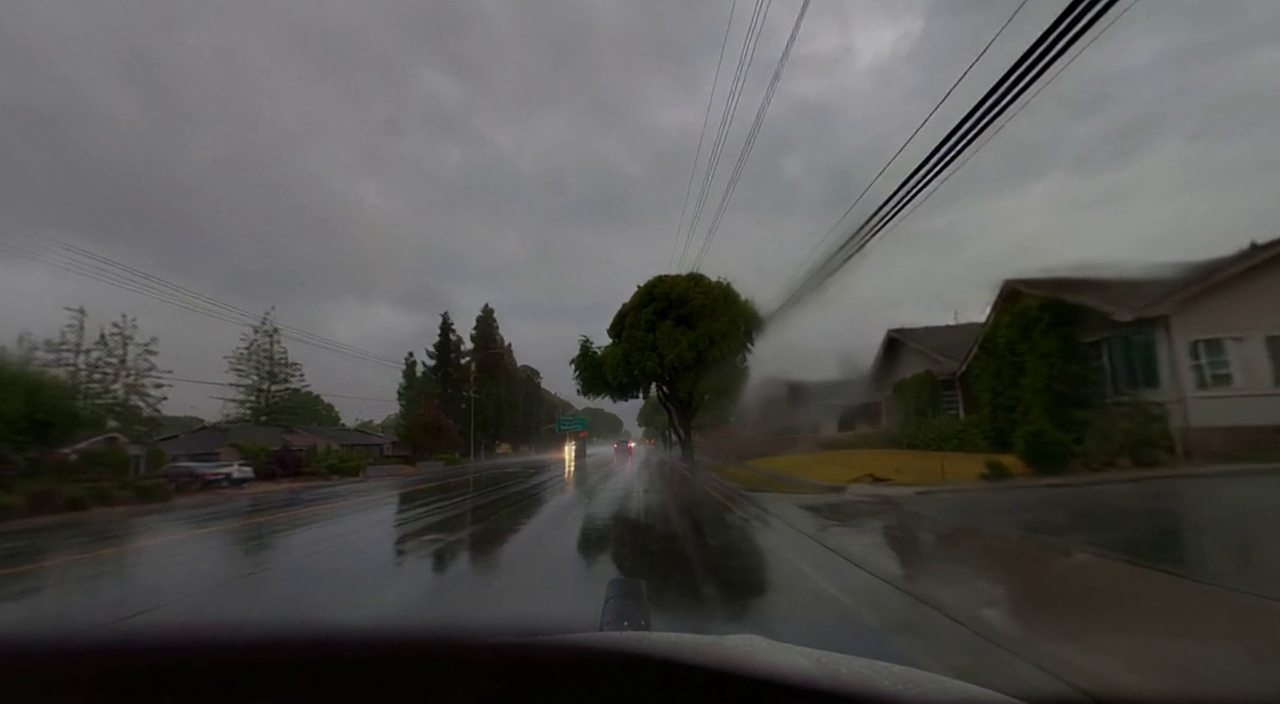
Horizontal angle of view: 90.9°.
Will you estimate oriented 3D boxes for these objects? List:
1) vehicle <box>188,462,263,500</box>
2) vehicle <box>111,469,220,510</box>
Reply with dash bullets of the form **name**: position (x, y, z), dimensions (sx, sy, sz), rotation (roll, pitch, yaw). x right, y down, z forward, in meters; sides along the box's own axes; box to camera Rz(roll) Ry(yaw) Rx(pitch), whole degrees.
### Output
- **vehicle**: position (-22.273, 6.882, 34.074), dimensions (1.891, 1.703, 4.976), rotation (2, -9, -16)
- **vehicle**: position (-21.086, 6.089, 28.272), dimensions (1.854, 1.504, 4.436), rotation (1, -9, -7)
